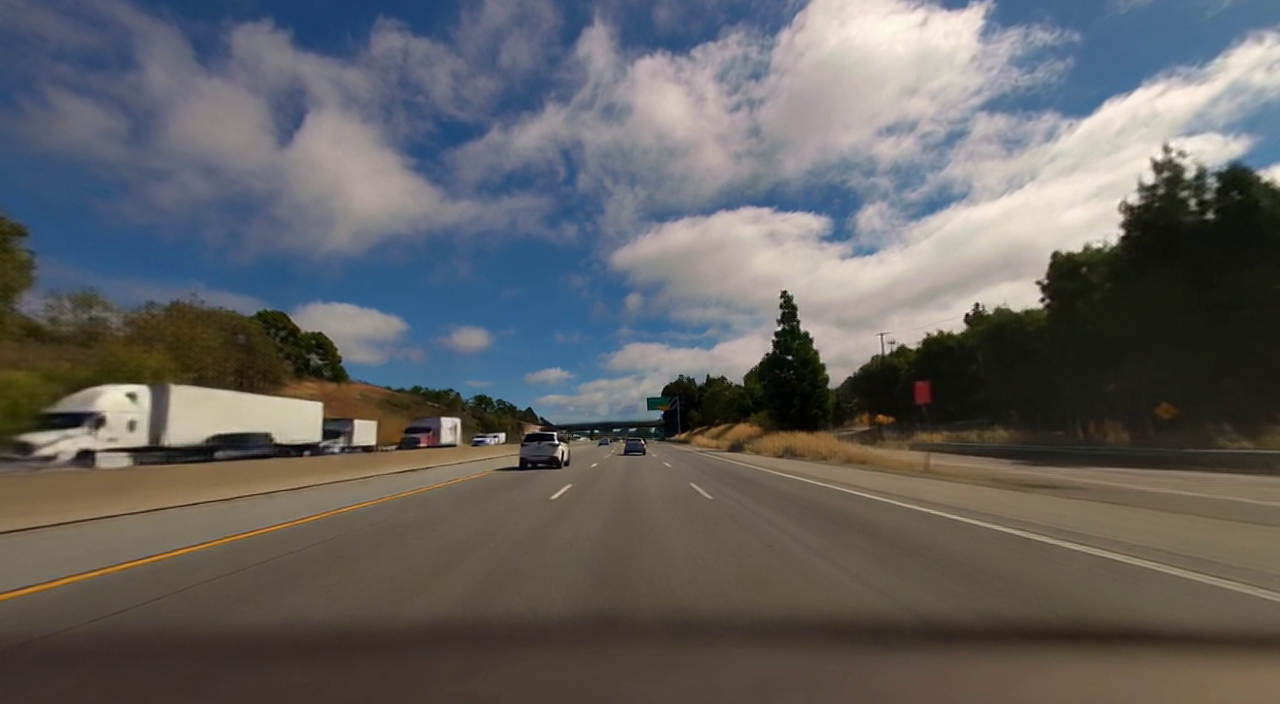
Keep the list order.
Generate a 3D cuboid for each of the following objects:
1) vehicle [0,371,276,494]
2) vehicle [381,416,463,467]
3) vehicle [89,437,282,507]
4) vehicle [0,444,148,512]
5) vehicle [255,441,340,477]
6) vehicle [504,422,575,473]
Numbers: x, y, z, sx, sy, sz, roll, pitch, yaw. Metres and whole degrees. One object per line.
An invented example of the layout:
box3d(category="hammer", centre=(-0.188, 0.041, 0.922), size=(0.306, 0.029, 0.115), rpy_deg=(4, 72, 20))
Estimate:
box3d(category="vehicle", centre=(-19.858, 3.342, 25.904), size=(3.141, 3.906, 11.698), rpy_deg=(0, -8, -2))
box3d(category="vehicle", centre=(-11.769, 4.891, 34.515), size=(2.420, 2.524, 5.654), rpy_deg=(0, -8, 0))
box3d(category="vehicle", centre=(-11.335, 2.955, 16.119), size=(1.888, 1.538, 4.057), rpy_deg=(0, -8, 1))
box3d(category="vehicle", centre=(-15.928, 3.254, 16.756), size=(1.874, 1.528, 4.714), rpy_deg=(0, -8, -1))
box3d(category="vehicle", centre=(-15.913, 4.948, 29.424), size=(1.846, 1.550, 3.815), rpy_deg=(0, -8, 0))
box3d(category="vehicle", centre=(-3.983, 3.885, 25.859), size=(2.115, 1.887, 4.721), rpy_deg=(0, -8, 0))
